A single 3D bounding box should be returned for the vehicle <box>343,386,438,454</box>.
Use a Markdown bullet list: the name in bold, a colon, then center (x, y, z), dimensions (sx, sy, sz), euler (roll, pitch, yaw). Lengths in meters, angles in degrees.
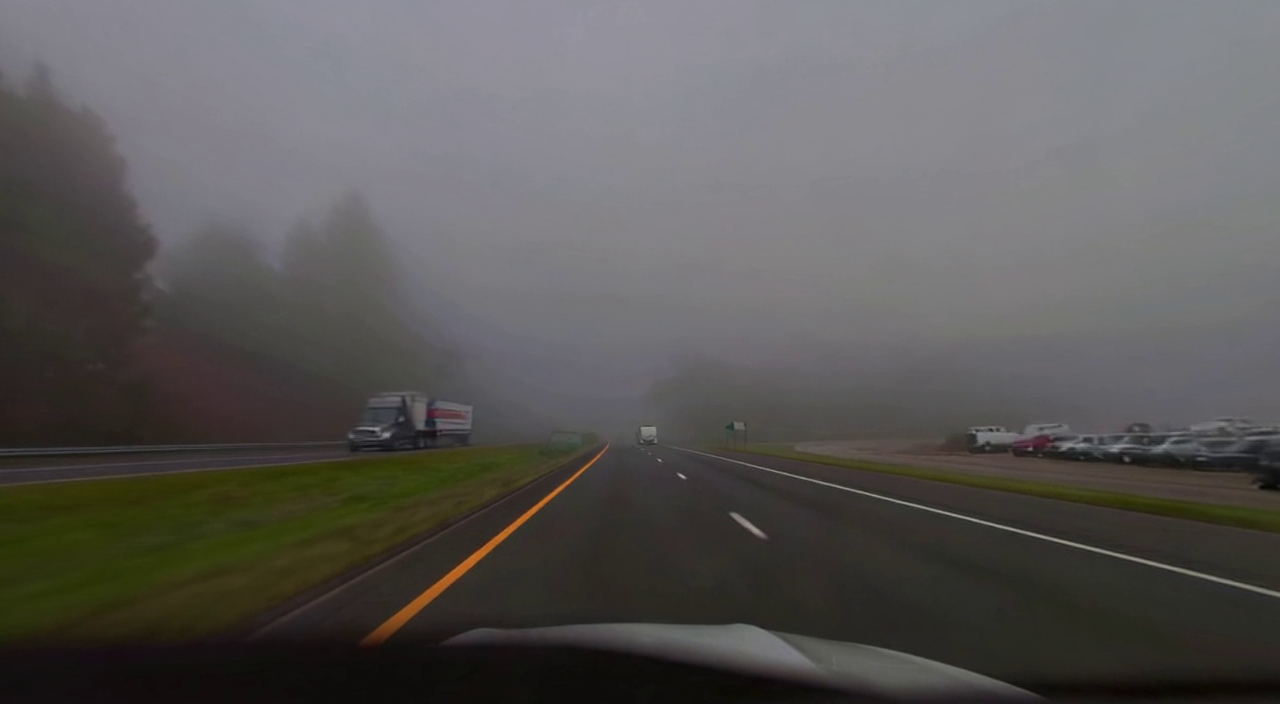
- **vehicle**: center (-13.879, 3.919, 35.700), dimensions (2.970, 3.532, 5.981), euler (0, -8, -1)
